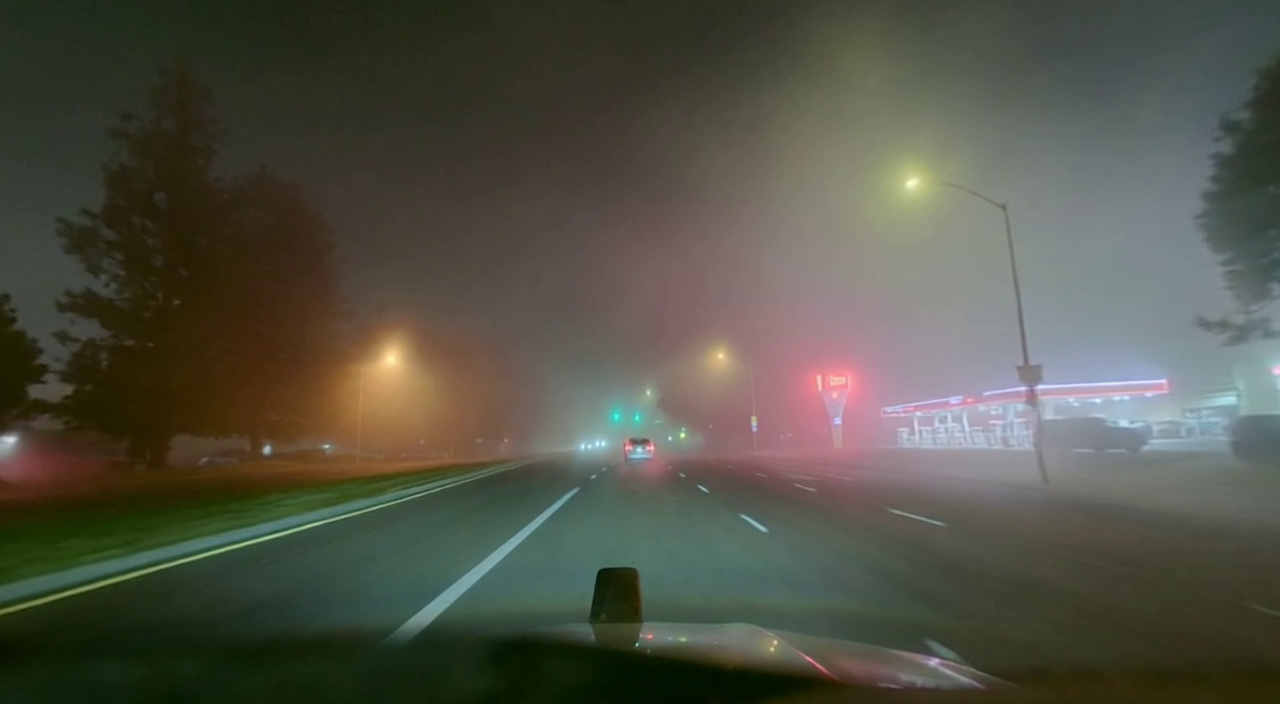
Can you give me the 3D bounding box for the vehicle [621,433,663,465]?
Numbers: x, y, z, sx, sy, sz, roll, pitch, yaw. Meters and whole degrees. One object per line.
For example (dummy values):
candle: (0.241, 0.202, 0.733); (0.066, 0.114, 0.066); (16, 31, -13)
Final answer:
vehicle: (0.091, 5.524, 35.864); (2.213, 1.715, 4.242); (0, -8, 0)
